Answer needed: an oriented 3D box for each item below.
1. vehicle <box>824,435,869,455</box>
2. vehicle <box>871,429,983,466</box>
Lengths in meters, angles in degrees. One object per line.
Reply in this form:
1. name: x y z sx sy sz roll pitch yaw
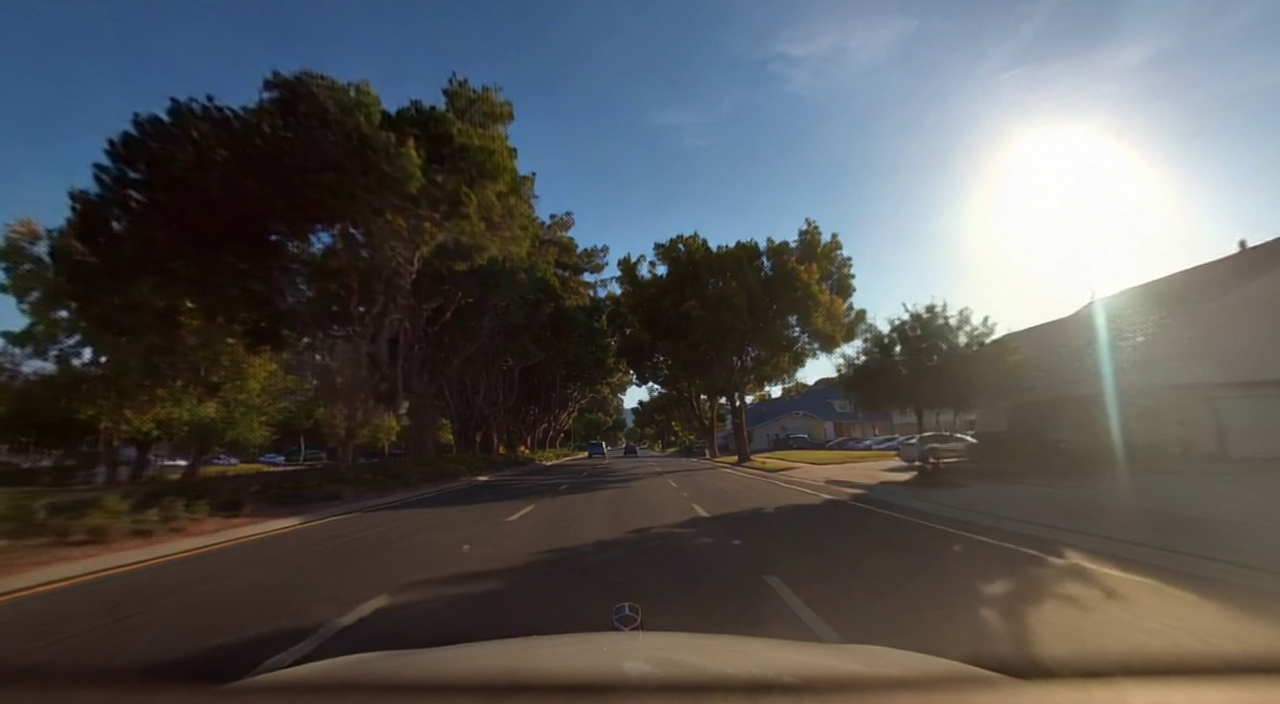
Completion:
1. vehicle: 16.050 7.298 49.295 1.968 1.511 4.497 0 -9 0
2. vehicle: 12.450 4.144 27.285 4.630 1.461 1.817 4 -9 -26
